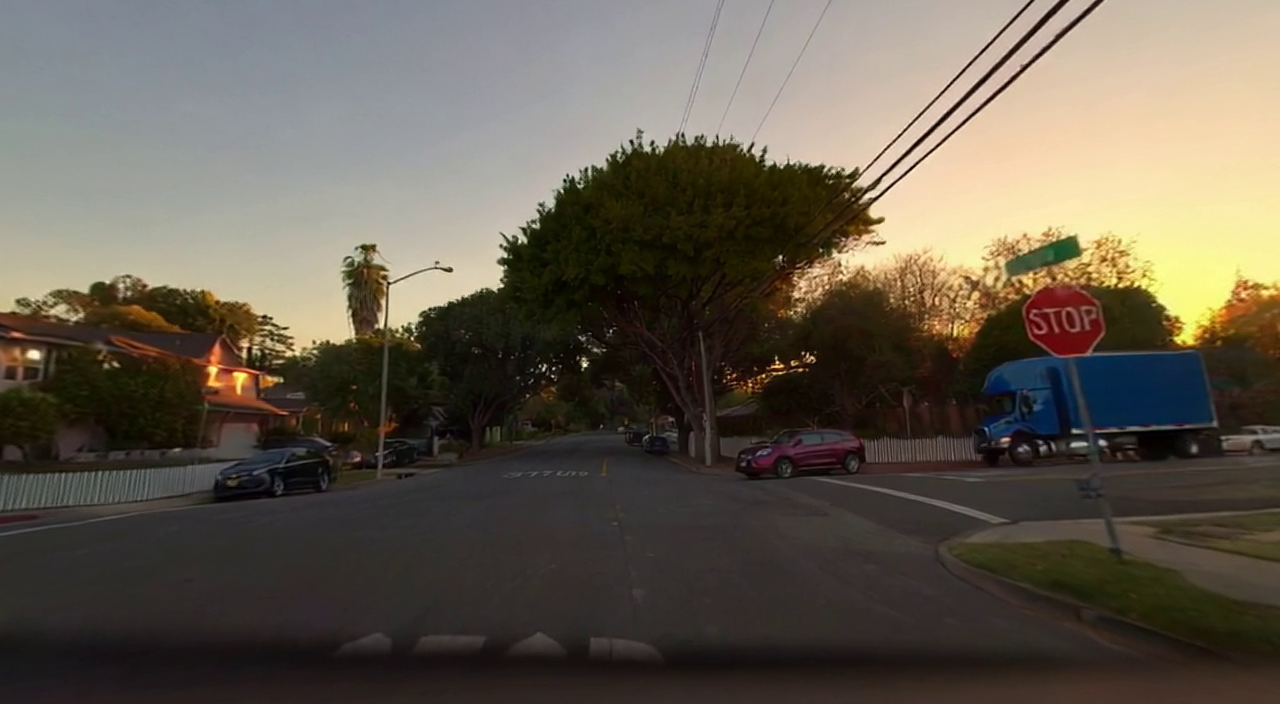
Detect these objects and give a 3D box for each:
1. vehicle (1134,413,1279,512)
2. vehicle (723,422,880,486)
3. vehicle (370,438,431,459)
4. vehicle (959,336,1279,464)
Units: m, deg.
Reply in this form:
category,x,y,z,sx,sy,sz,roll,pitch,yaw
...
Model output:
category,x,y,z,sx,sy,sz,roll,pitch,yaw
vehicle,11.563,1.867,10.893,4.488,1.507,1.954,0,-8,-3
vehicle,4.629,2.949,18.468,3.867,1.710,2.107,1,-9,-10
vehicle,-17.416,7.051,46.160,3.911,1.515,1.802,2,-9,-14
vehicle,14.309,1.523,18.936,7.759,3.523,2.930,0,-9,-1
